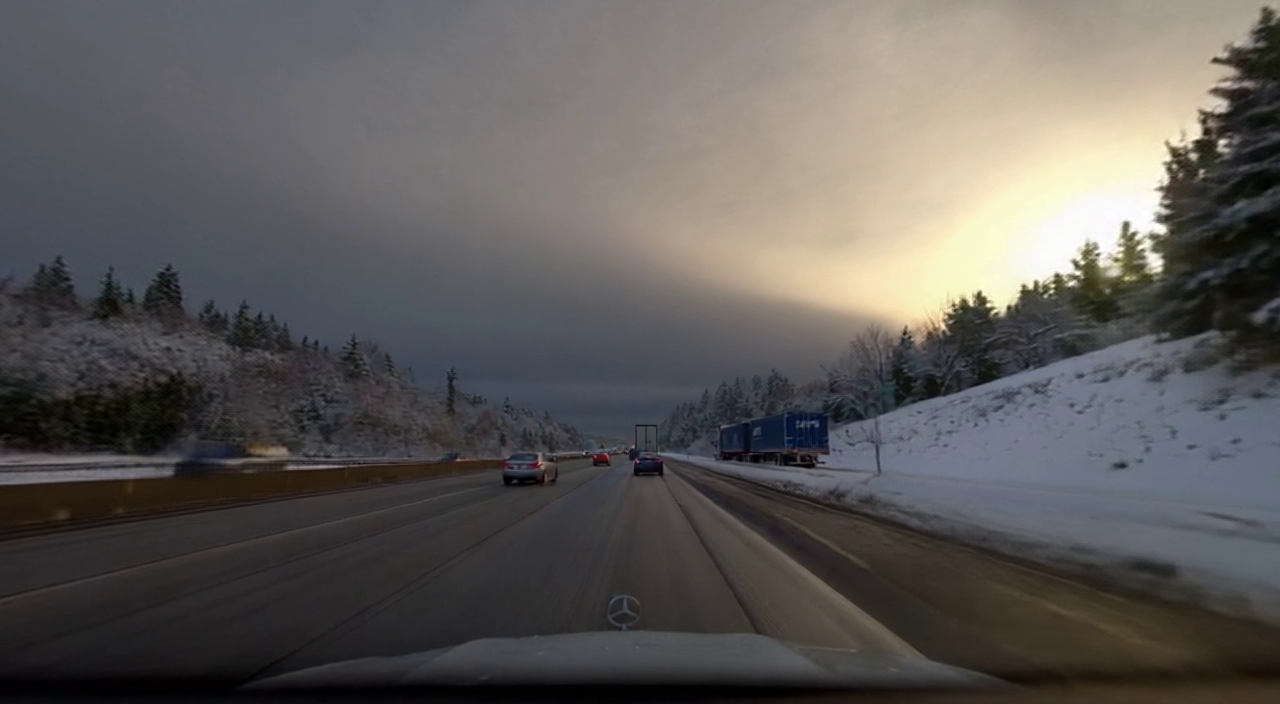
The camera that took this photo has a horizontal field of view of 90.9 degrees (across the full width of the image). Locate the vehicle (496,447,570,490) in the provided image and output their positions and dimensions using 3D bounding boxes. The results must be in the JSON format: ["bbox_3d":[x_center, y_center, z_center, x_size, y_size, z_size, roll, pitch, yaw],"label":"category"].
[{"bbox_3d":[-3.987,4.427,24.288,2.018,1.504,4.431,0,-9,1],"label":"vehicle"}]

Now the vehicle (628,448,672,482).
[{"bbox_3d":[0.461,5.387,30.283,1.991,1.507,3.391,0,-9,0],"label":"vehicle"}]

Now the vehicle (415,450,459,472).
[{"bbox_3d":[-15.877,8.539,49.610,1.952,1.573,4.568,0,-9,0],"label":"vehicle"}]
